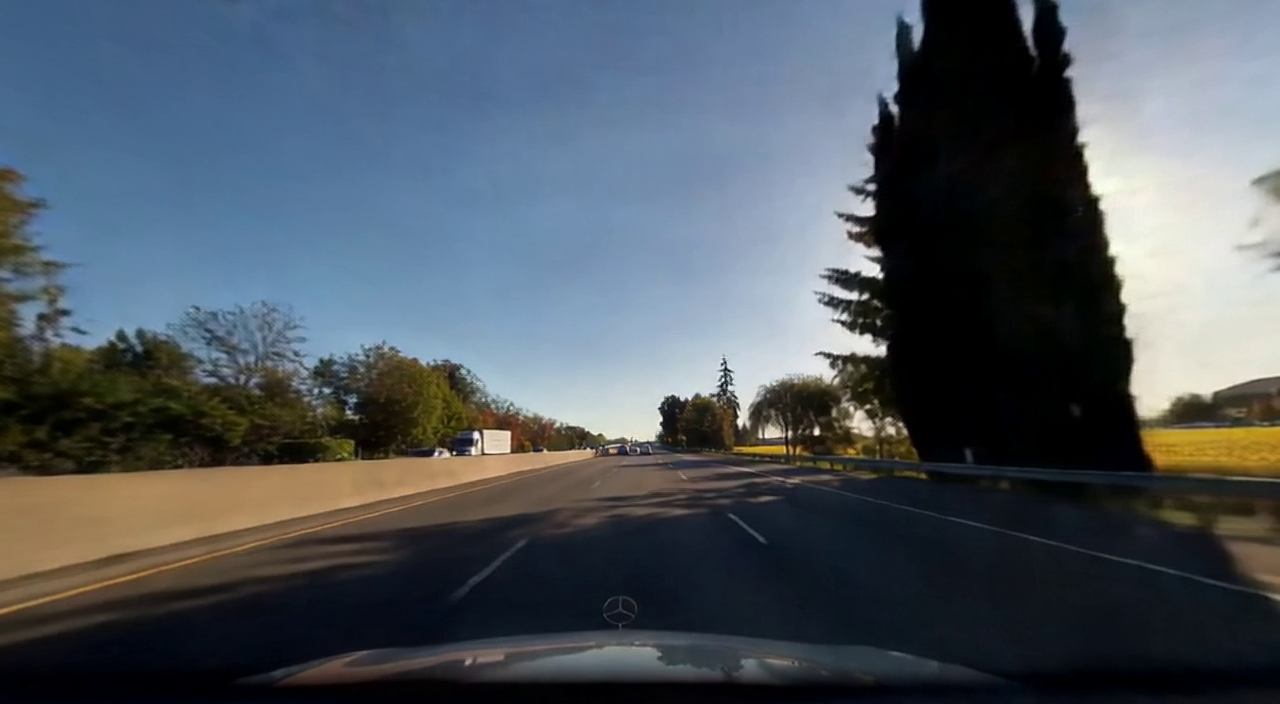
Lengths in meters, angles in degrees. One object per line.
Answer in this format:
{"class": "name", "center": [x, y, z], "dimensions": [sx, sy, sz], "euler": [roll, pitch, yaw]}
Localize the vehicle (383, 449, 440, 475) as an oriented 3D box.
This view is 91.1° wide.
{"class": "vehicle", "center": [-15.596, 7.500, 43.175], "dimensions": [2.013, 1.613, 4.700], "euler": [-1, -9, 2]}
